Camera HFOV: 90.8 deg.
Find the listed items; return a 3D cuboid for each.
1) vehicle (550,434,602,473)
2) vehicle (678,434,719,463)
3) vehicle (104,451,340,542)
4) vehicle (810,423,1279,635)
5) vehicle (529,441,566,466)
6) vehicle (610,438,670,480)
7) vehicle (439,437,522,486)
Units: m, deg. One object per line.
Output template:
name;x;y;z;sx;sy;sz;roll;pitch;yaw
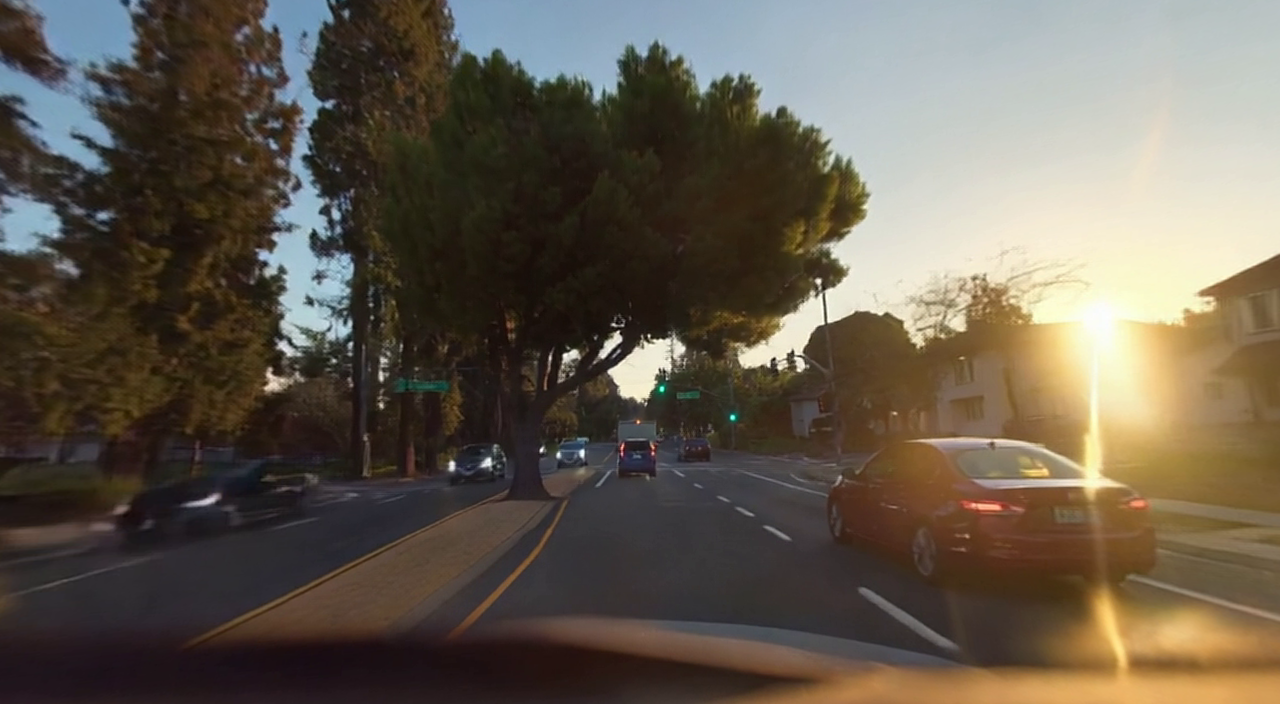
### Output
vehicle;-3.066;4.977;31.338;2.083;1.741;5.530;0;-8;-1
vehicle;3.938;6.589;43.251;2.187;1.847;4.553;0;-8;-2
vehicle;-8.193;2.817;13.048;1.938;1.461;4.493;0;-8;-2
vehicle;3.414;1.537;6.625;1.973;1.447;4.402;0;-8;-1
vehicle;-6.431;7.117;44.405;2.051;1.663;4.031;0;-8;0
vehicle;-0.012;4.082;24.498;2.114;1.483;4.207;0;-8;-1
vehicle;-6.306;4.362;25.596;2.146;1.768;4.664;0;-8;0
